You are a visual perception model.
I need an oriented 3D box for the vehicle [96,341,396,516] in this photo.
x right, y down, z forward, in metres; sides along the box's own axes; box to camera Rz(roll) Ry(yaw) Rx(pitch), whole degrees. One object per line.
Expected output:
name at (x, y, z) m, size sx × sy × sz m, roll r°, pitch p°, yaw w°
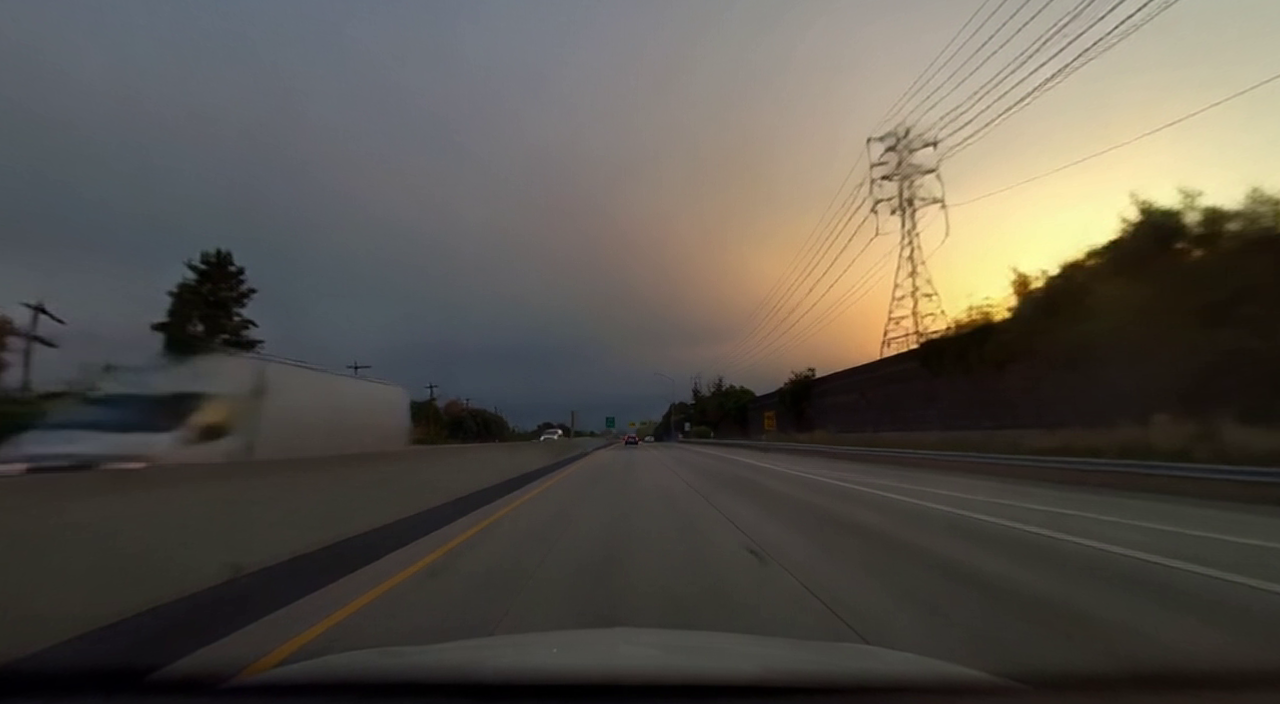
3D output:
vehicle at (-9.076, 1.959, 16.026) m, size 2.646 × 3.377 × 7.637 m, roll 0°, pitch -8°, yaw 0°
